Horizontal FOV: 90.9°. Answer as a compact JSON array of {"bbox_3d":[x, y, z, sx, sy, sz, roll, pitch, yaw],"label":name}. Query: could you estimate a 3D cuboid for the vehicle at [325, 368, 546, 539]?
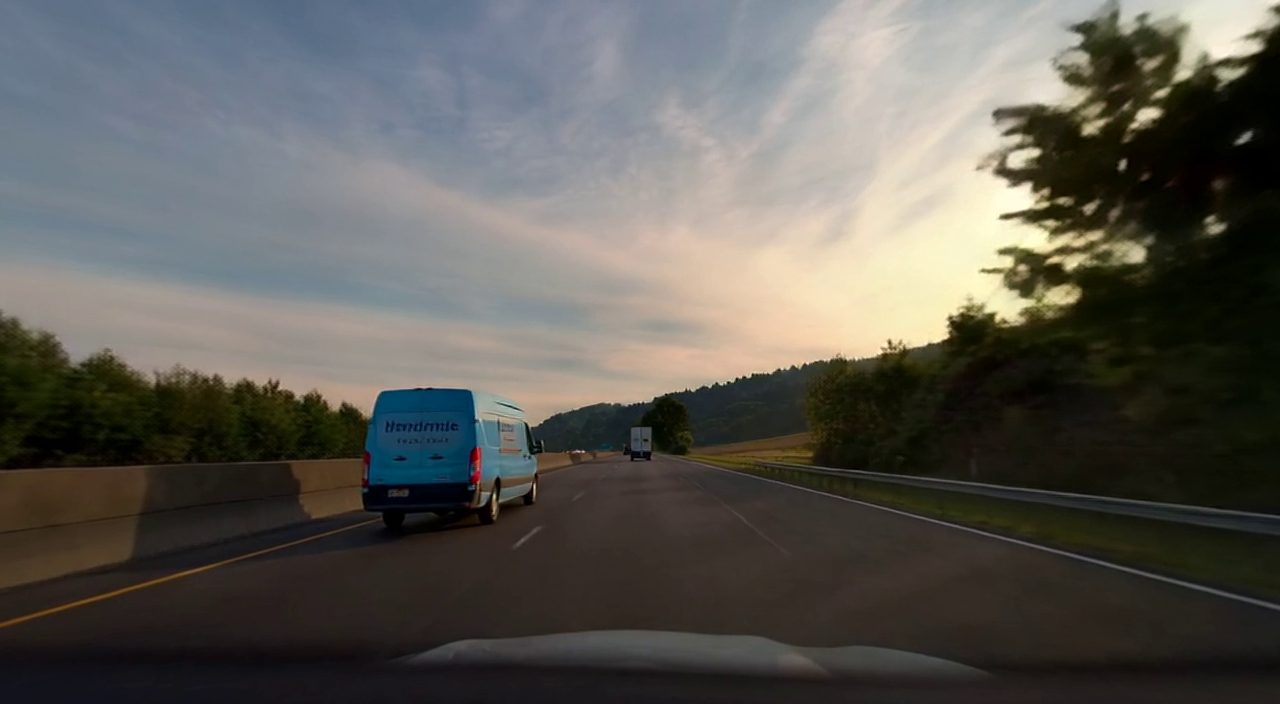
[{"bbox_3d":[-3.672,2.079,13.306,2.320,2.636,7.021,0,-9,0],"label":"vehicle"}]
